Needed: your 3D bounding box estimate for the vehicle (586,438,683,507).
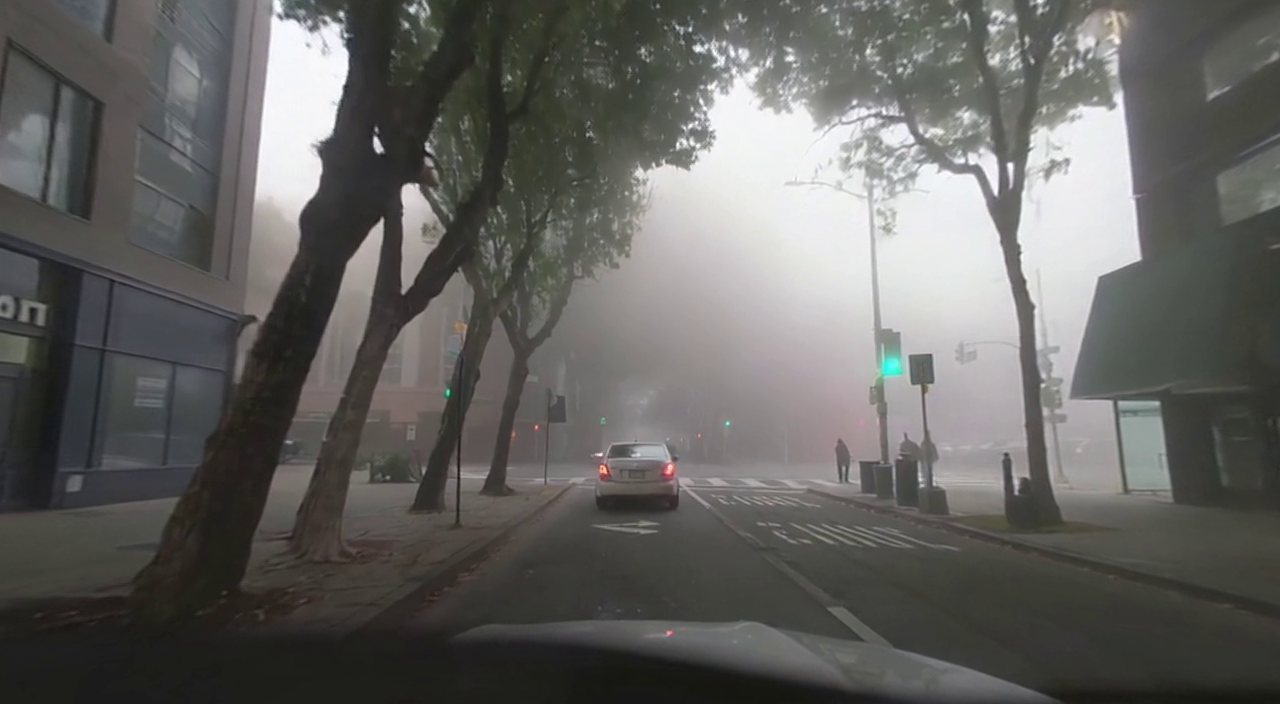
[{"bbox_3d":[-0.130,2.965,16.049,2.106,1.482,4.459,0,-8,0],"label":"vehicle"}]
